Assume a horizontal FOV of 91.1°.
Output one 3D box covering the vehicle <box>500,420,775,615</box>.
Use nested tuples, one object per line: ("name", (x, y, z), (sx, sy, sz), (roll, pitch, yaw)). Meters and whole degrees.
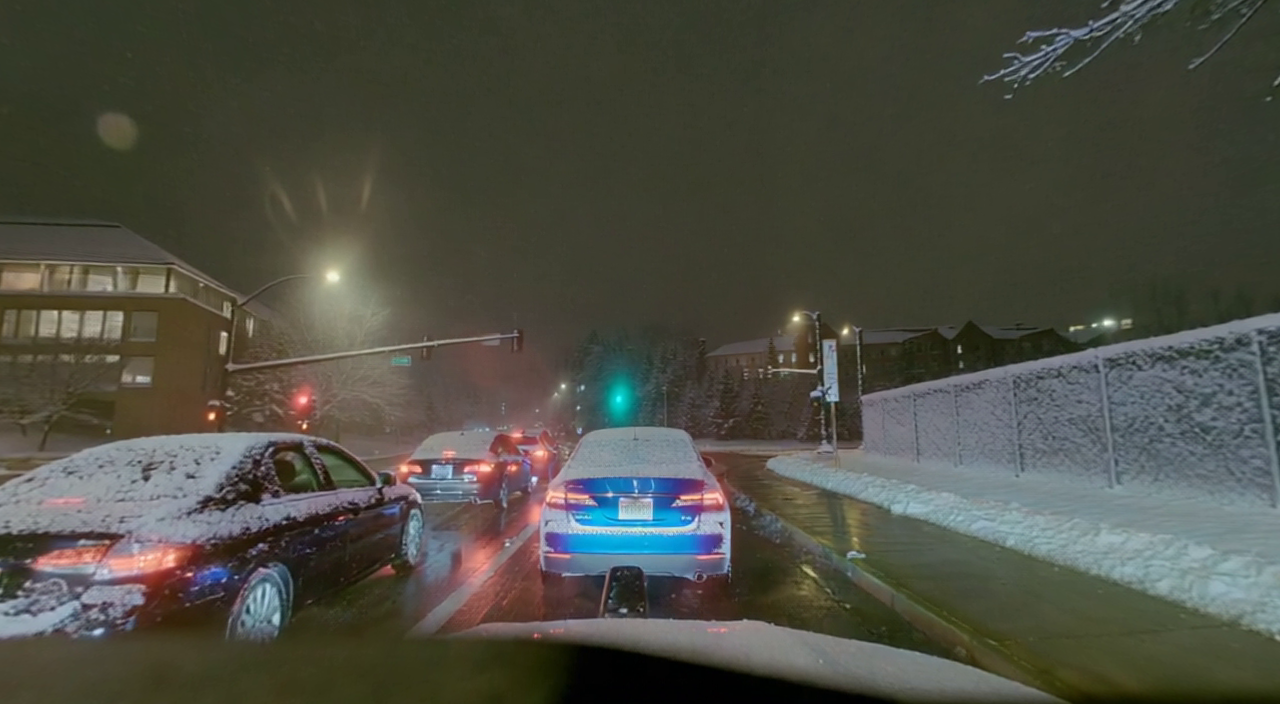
("vehicle", (-0.016, 1.601, 6.998), (2.144, 1.514, 4.063), (0, -9, 0))

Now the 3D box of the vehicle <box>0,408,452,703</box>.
("vehicle", (-3.208, 1.320, 4.870), (1.971, 1.488, 4.581), (0, -9, 1))
